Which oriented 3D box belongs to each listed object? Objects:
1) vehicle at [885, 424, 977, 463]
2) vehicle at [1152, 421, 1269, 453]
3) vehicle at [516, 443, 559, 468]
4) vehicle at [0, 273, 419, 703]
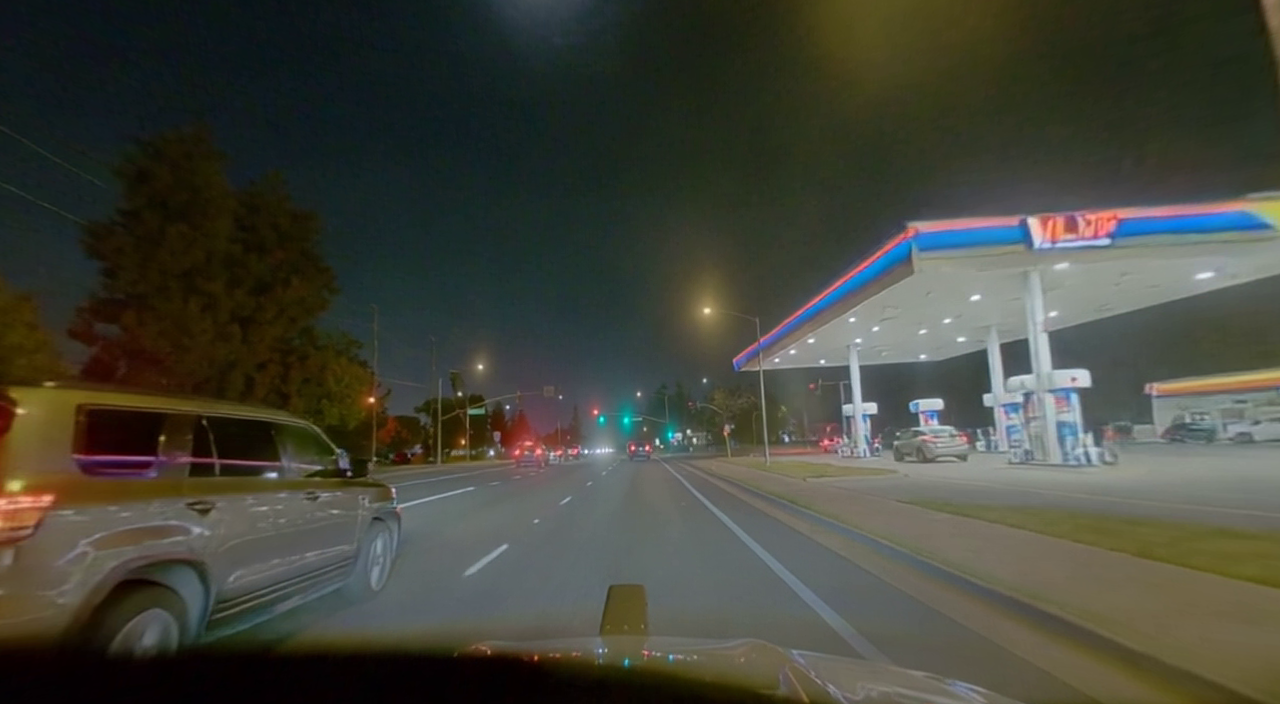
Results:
[{"bbox_3d":[16.108,5.131,35.295,2.178,1.911,5.852,-1,-8,-2],"label":"vehicle"},{"bbox_3d":[31.097,4.706,34.441,1.883,1.605,4.459,8,-13,-44],"label":"vehicle"},{"bbox_3d":[-6.537,6.636,40.544,1.960,1.468,4.345,0,-8,1],"label":"vehicle"},{"bbox_3d":[-3.163,0.883,3.458,2.190,1.844,4.751,0,-8,0],"label":"vehicle"}]
